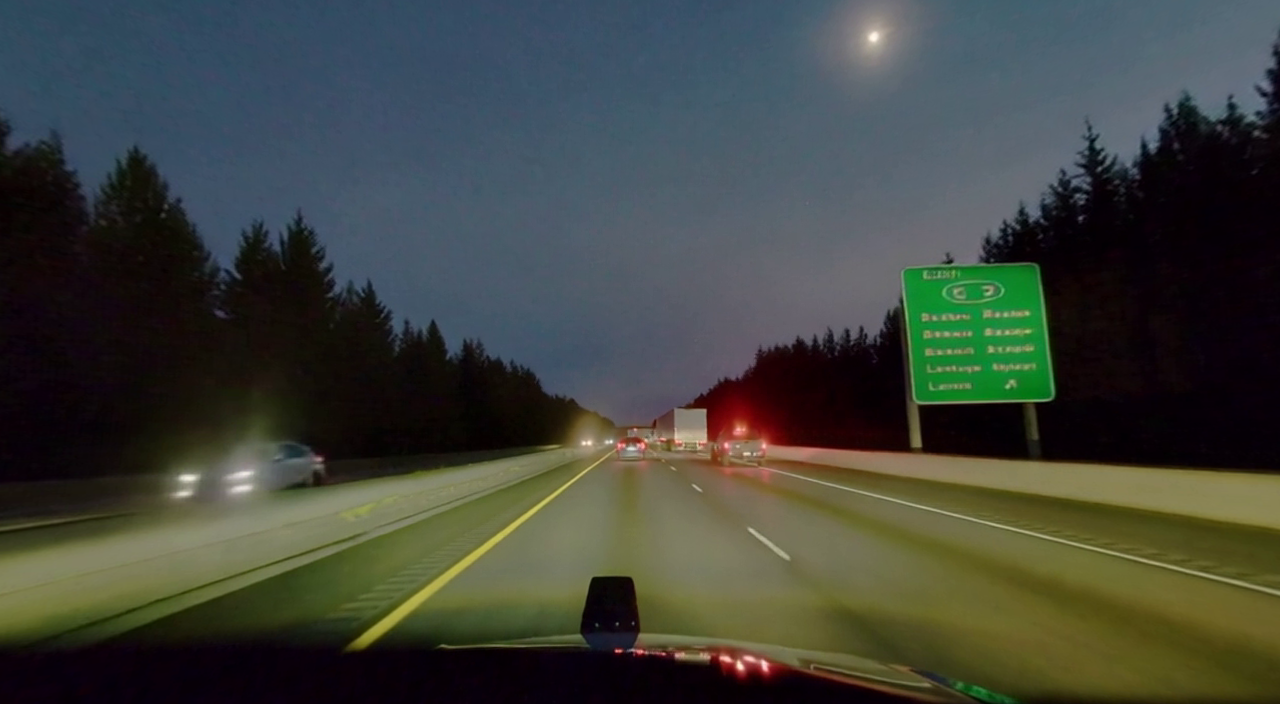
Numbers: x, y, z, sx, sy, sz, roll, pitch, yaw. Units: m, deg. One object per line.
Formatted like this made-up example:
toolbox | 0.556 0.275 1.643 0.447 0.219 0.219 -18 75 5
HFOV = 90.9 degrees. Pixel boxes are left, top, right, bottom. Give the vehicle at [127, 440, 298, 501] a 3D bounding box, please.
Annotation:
vehicle | -13.559 3.731 20.487 2.227 1.701 4.779 0 -8 -1

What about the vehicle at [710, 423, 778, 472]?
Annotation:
vehicle | 4.318 4.022 26.897 2.073 1.905 4.023 0 -8 -2

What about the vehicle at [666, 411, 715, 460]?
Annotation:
vehicle | 3.324 5.736 43.359 2.728 3.053 7.708 0 -8 0

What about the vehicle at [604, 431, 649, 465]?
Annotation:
vehicle | -0.704 5.046 33.504 2.206 1.681 4.111 0 -8 -1
